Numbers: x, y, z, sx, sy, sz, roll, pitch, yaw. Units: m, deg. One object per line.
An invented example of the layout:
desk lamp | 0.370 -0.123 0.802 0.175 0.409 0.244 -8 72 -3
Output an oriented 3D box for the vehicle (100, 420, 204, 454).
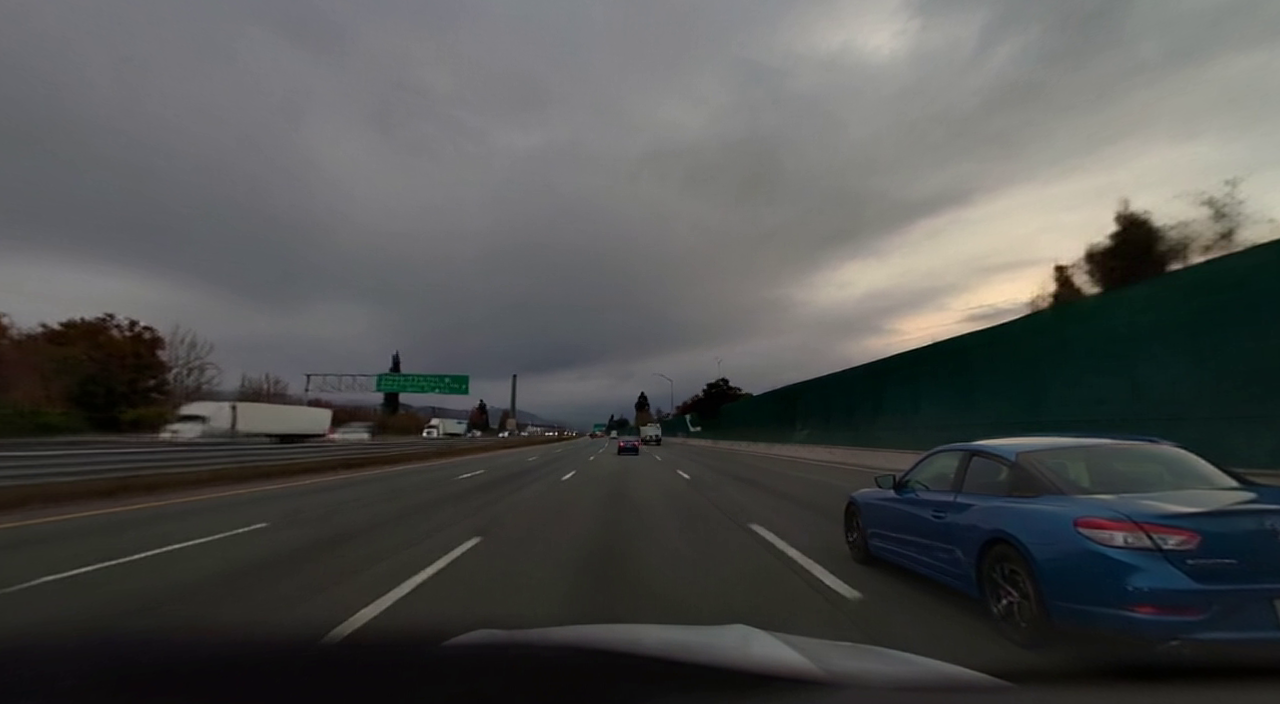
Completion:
vehicle | -25.923 4.561 33.641 1.904 1.680 4.621 0 -8 -1

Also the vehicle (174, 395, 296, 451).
vehicle | -30.909 5.627 48.754 2.986 3.891 10.108 0 -8 -2

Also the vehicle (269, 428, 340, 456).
vehicle | -18.548 4.993 34.964 1.785 1.452 4.015 0 -8 -1
